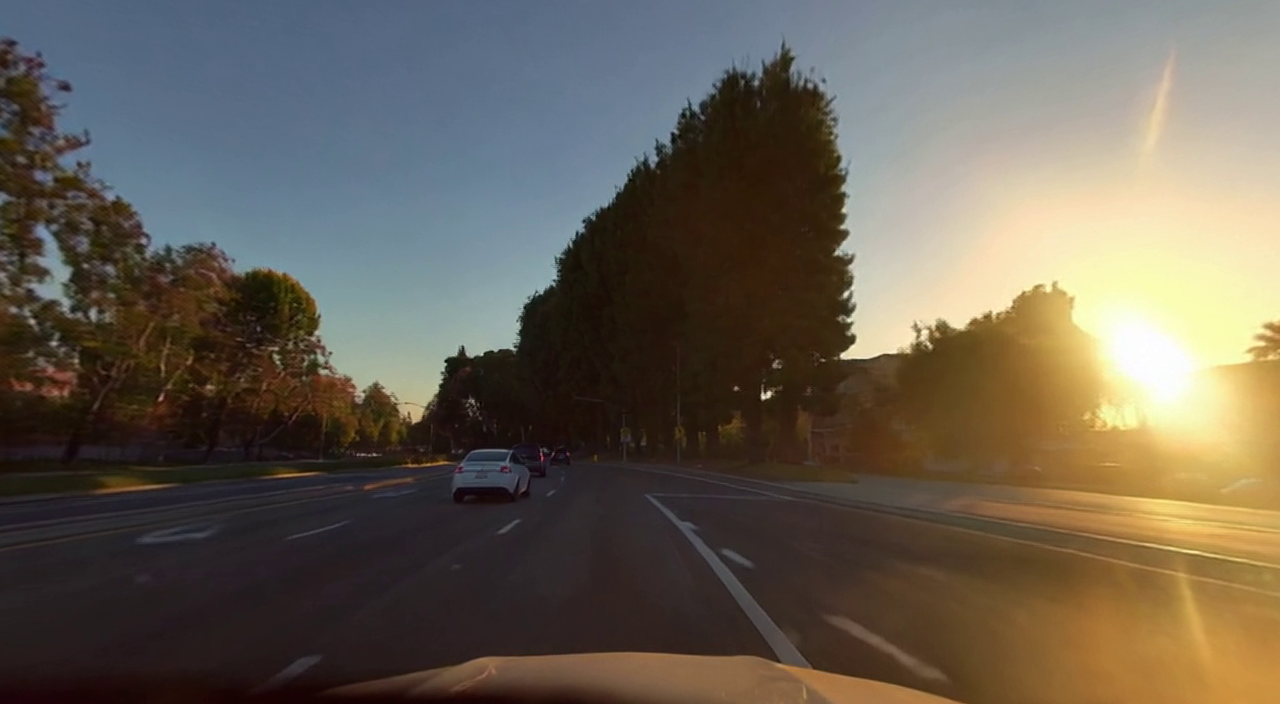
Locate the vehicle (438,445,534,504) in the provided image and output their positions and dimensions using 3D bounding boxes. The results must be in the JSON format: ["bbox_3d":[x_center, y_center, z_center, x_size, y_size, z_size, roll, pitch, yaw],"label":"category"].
[{"bbox_3d":[-4.739,3.789,20.136,2.098,1.613,4.606,0,-8,-3],"label":"vehicle"}]

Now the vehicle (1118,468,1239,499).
[{"bbox_3d":[36.179,8.836,42.806,2.105,1.703,6.354,1,-9,-7],"label":"vehicle"}]

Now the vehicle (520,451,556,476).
[{"bbox_3d":[-6.391,7.006,39.902,1.904,1.476,3.736,0,-8,-4],"label":"vehicle"}]
